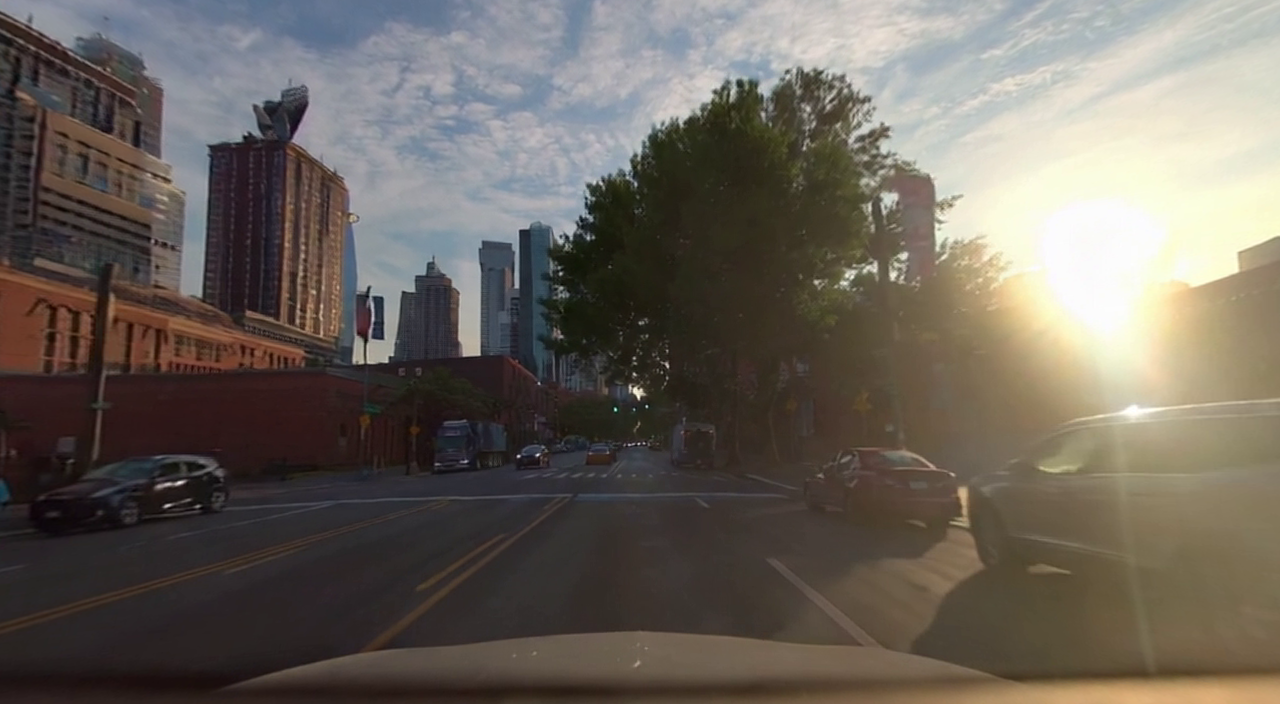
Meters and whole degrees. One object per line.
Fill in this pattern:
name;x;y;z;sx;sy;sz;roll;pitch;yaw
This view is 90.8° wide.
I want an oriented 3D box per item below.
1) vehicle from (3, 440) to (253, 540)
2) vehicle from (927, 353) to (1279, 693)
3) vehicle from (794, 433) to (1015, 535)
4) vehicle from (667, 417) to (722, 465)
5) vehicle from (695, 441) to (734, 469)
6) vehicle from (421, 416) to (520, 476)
vehicle;-11.173;3.003;14.360;2.039;1.770;4.445;-3;-9;-1
vehicle;4.742;1.203;5.177;2.237;1.908;5.320;0;-8;0
vehicle;4.527;2.311;11.739;2.079;1.501;4.385;0;-8;-2
vehicle;3.847;6.566;46.331;2.952;3.171;7.939;0;-8;-3
vehicle;4.391;6.145;37.818;1.891;1.535;4.068;0;-8;0
vehicle;-11.245;6.421;43.539;3.049;3.345;12.614;-4;-8;1
